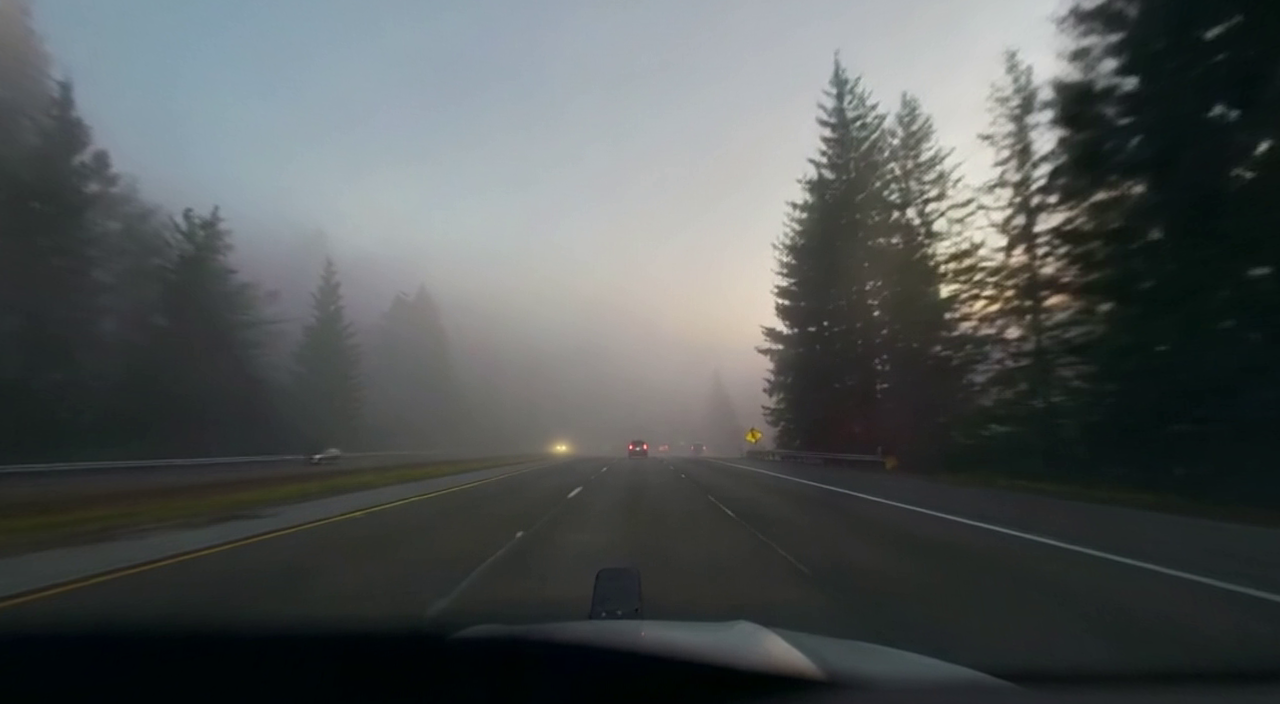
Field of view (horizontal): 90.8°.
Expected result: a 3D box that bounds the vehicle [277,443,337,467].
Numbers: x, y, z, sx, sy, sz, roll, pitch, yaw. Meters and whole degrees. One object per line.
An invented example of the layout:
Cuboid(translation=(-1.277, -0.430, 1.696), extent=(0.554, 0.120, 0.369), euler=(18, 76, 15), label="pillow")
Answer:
Cuboid(translation=(-25.312, 7.832, 48.185), extent=(2.085, 1.683, 4.588), euler=(0, -9, 0), label="vehicle")
